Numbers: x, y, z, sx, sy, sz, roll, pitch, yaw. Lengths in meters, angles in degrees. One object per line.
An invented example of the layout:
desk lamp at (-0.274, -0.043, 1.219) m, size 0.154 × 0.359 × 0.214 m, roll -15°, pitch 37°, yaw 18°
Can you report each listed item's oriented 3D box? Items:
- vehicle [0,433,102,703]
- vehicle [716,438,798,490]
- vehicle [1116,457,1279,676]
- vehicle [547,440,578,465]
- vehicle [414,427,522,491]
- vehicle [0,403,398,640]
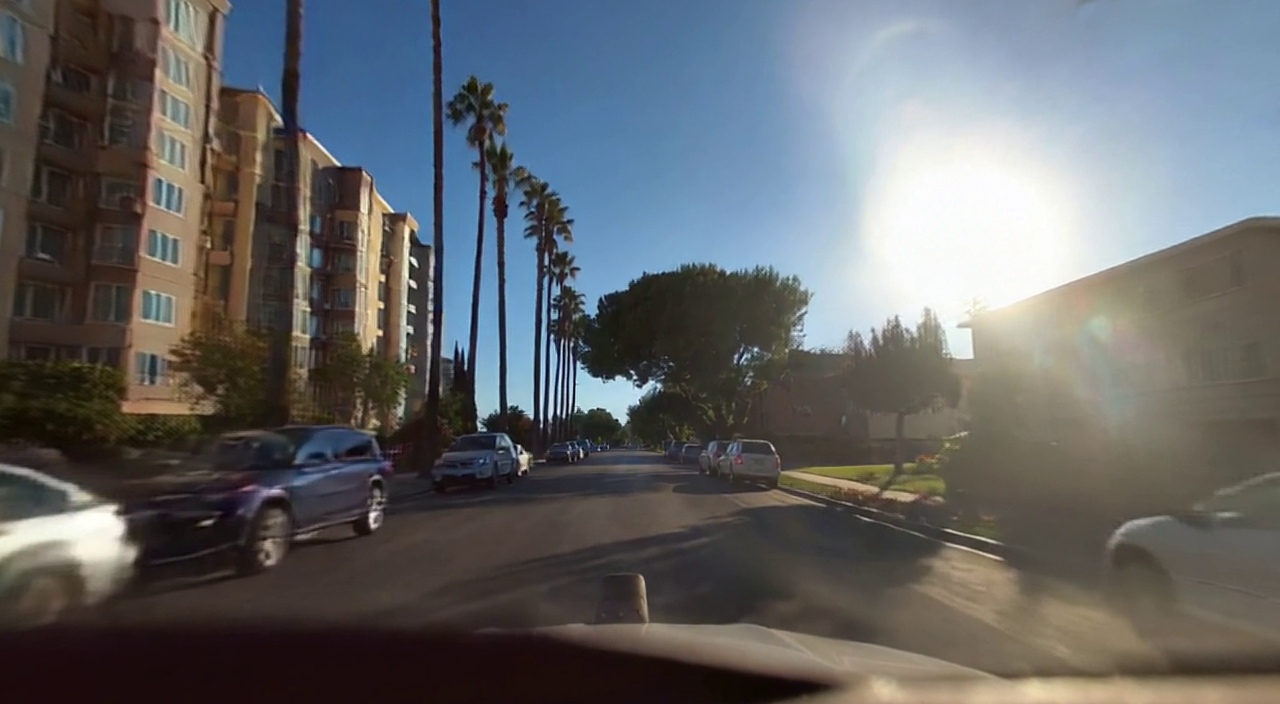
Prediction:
vehicle at (-4.366, 0.915, 1.775) m, size 1.840 × 1.464 × 4.368 m, roll 2°, pitch -8°, yaw 0°
vehicle at (4.378, 4.267, 24.437) m, size 1.969 × 1.782 × 4.677 m, roll 1°, pitch -8°, yaw -4°
vehicle at (5.315, 1.426, 3.932) m, size 1.812 × 1.461 × 3.575 m, roll 0°, pitch -8°, yaw -2°
vehicle at (-6.025, 7.842, 49.580) m, size 1.947 × 1.806 × 4.413 m, roll 2°, pitch -8°, yaw -1°
vehicle at (-5.732, 3.667, 21.982) m, size 2.358 × 1.905 × 5.615 m, roll 0°, pitch -9°, yaw -2°
vehicle at (-4.522, 1.554, 6.911) m, size 2.015 × 1.690 × 4.441 m, roll 2°, pitch -8°, yaw -1°
